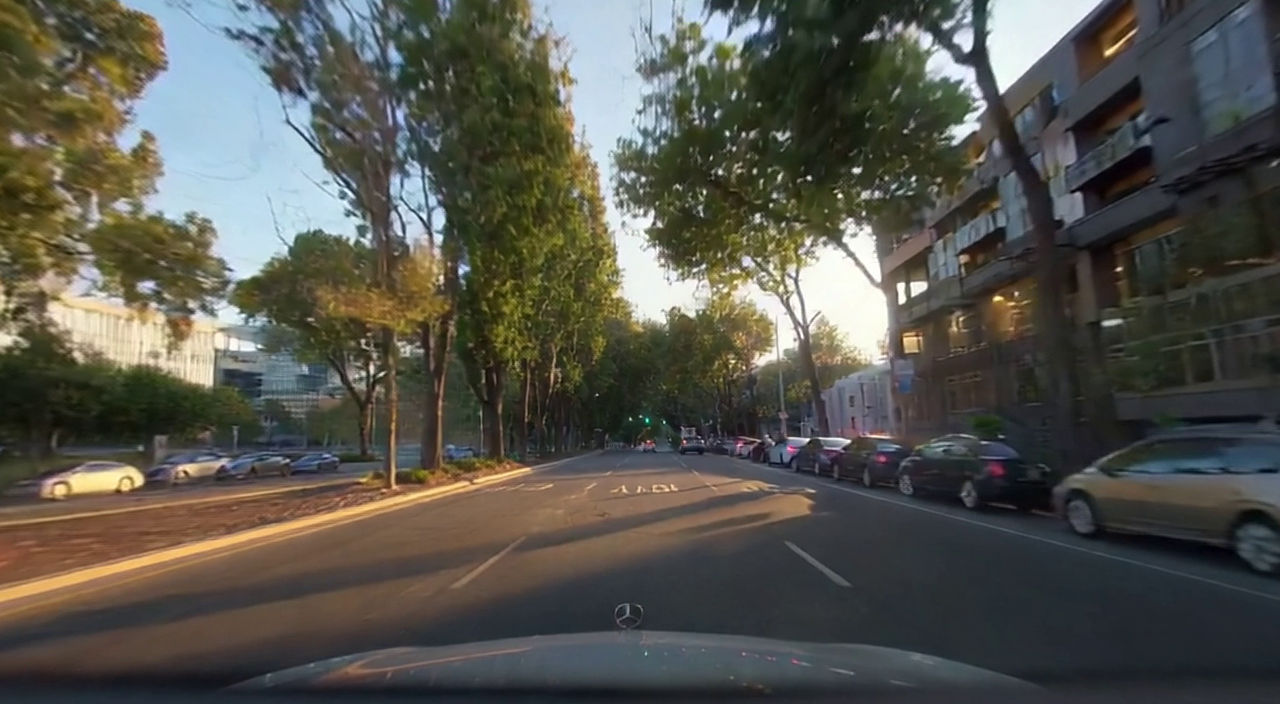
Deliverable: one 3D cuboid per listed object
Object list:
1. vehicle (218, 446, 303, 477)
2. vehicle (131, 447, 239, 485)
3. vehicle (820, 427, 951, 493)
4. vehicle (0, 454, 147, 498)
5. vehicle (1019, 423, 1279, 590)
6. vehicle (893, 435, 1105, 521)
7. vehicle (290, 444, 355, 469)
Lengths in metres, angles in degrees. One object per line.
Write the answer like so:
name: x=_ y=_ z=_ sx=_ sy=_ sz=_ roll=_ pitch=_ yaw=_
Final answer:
vehicle: x=-21.785 y=6.273 z=36.472 sx=1.827 sy=1.518 sz=4.870 roll=-3 pitch=-8 yaw=2
vehicle: x=-22.090 y=5.518 z=30.865 sx=1.990 sy=1.525 sz=4.387 roll=-5 pitch=-8 yaw=1
vehicle: x=7.126 y=3.194 z=18.993 sx=1.963 sy=1.701 sz=5.028 roll=0 pitch=-8 yaw=1
vehicle: x=-22.021 y=4.749 z=24.570 sx=1.795 sy=1.415 sz=4.664 roll=-3 pitch=-8 yaw=1
vehicle: x=7.074 y=1.751 z=7.872 sx=1.964 sy=1.559 sz=4.533 roll=1 pitch=-8 yaw=2
vehicle: x=7.179 y=2.532 z=13.298 sx=1.788 sy=1.475 sz=4.493 roll=0 pitch=-8 yaw=-1
vehicle: x=-21.630 y=7.131 z=43.174 sx=1.936 sy=1.538 sz=4.777 roll=-2 pitch=-8 yaw=0
